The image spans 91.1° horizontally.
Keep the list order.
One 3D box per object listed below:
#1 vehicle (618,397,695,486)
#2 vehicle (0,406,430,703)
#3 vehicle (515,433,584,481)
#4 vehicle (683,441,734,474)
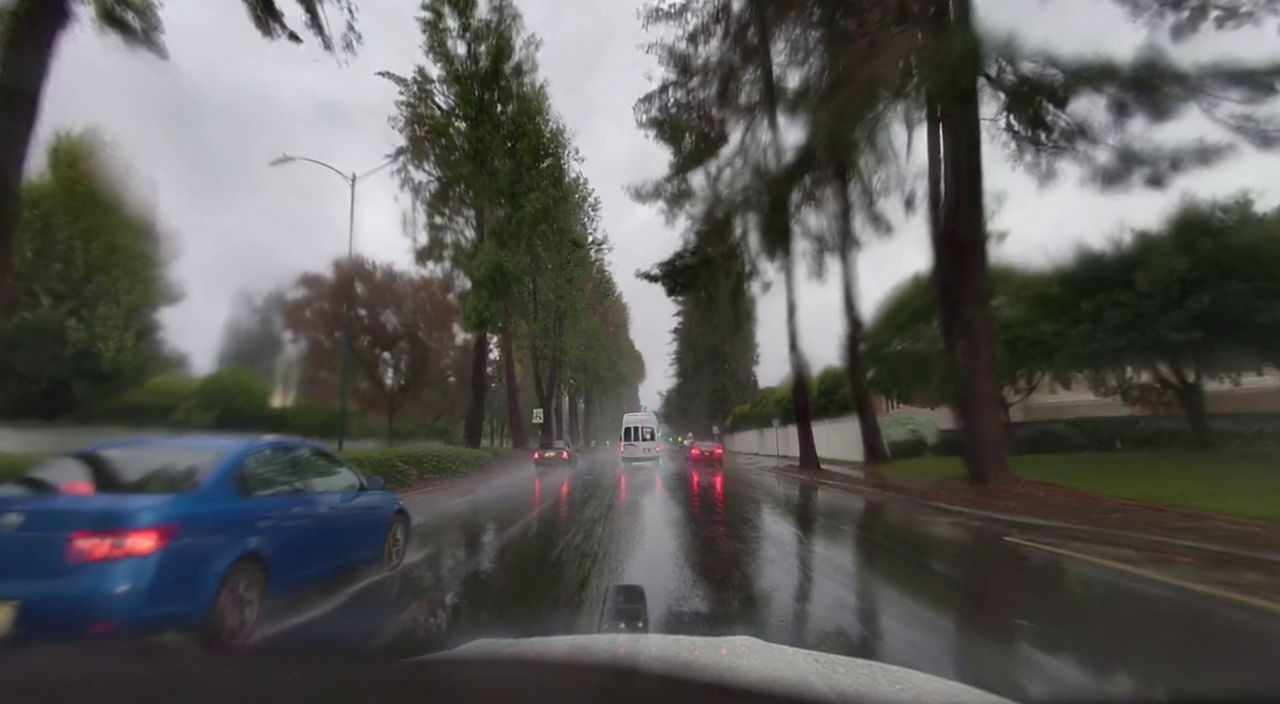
[{"bbox_3d":[0.414,3.205,22.507,2.311,2.726,5.814,0,-8,-3],"label":"vehicle"},{"bbox_3d":[-3.563,1.325,5.152,2.036,1.474,4.647,0,-8,0],"label":"vehicle"},{"bbox_3d":[-3.465,4.101,24.832,2.021,1.715,4.329,0,-8,0],"label":"vehicle"},{"bbox_3d":[3.257,5.076,30.521,1.945,1.469,4.258,0,-8,-1],"label":"vehicle"}]
